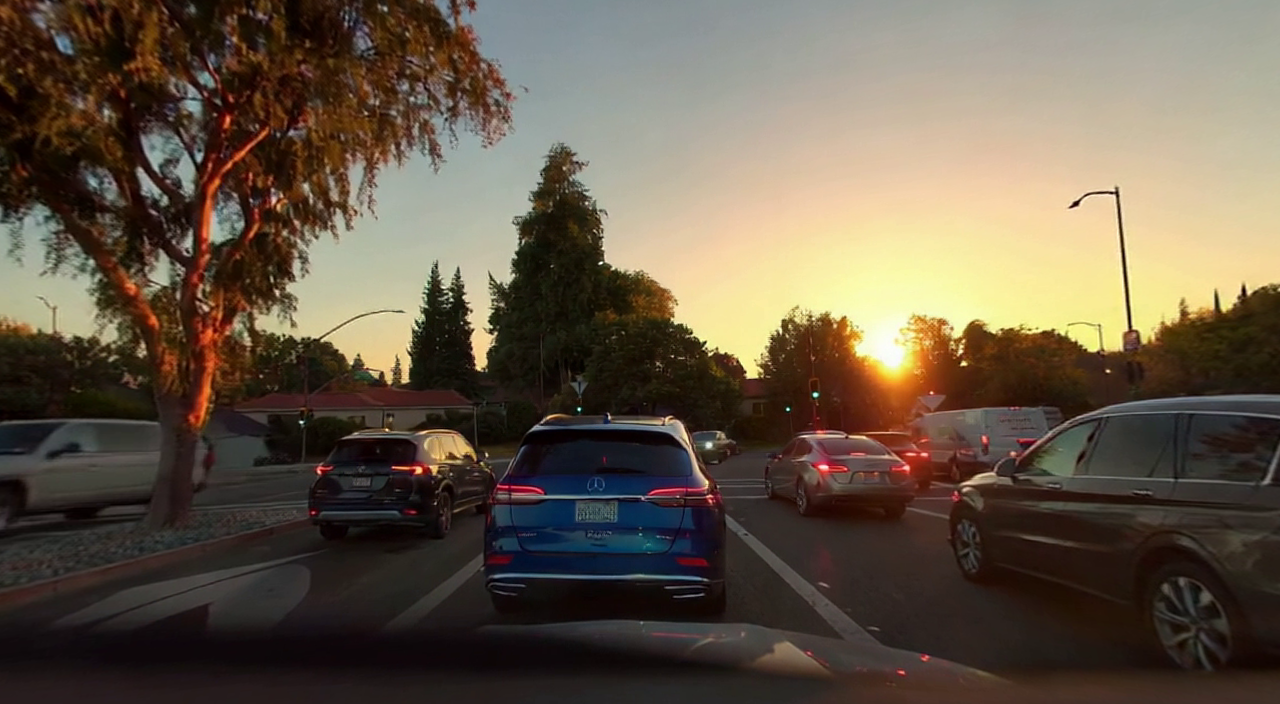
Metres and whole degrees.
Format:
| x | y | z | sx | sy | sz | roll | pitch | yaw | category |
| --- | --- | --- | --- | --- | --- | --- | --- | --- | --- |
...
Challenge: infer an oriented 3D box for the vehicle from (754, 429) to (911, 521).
| x | y | z | sx | sy | sz | roll | pitch | yaw | category |
| --- | --- | --- | --- | --- | --- | --- | --- | --- | --- |
| 3.647 | 2.399 | 12.775 | 1.847 | 1.554 | 3.885 | 0 | -8 | -2 | vehicle |

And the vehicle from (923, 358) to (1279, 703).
| x | y | z | sx | sy | sz | roll | pitch | yaw | category |
| --- | --- | --- | --- | --- | --- | --- | --- | --- | --- |
| 4.149 | 1.202 | 4.929 | 2.014 | 1.740 | 4.515 | -1 | -8 | 4 | vehicle |

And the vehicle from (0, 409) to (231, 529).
| x | y | z | sx | sy | sz | roll | pitch | yaw | category |
| --- | --- | --- | --- | --- | --- | --- | --- | --- | --- |
| -12.373 | 2.500 | 14.036 | 2.405 | 2.098 | 5.888 | 0 | -8 | 2 | vehicle |

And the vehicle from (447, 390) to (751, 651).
| x | y | z | sx | sy | sz | roll | pitch | yaw | category |
| --- | --- | --- | --- | --- | --- | --- | --- | --- | --- |
| -0.158 | 1.415 | 6.313 | 2.022 | 1.700 | 4.084 | 0 | -8 | 4 | vehicle |

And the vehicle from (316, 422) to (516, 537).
| x | y | z | sx | sy | sz | roll | pitch | yaw | category |
| --- | --- | --- | --- | --- | --- | --- | --- | --- | --- |
| -3.774 | 2.232 | 11.635 | 2.012 | 1.701 | 4.316 | 0 | -8 | 1 | vehicle |
